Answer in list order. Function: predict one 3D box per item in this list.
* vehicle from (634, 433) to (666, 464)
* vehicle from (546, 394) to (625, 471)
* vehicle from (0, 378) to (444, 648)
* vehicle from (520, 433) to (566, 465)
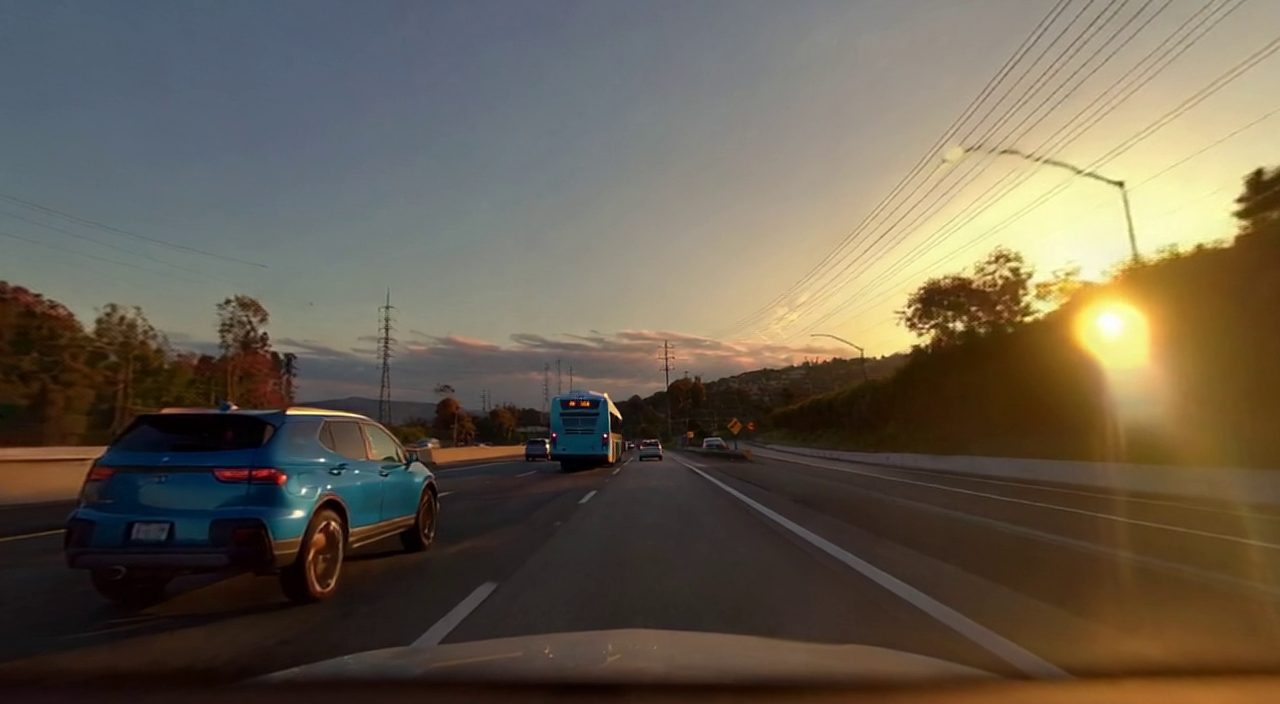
[{"bbox_3d":[0.689,6.748,44.018,2.083,2.001,4.782,0,-9,1],"label":"vehicle"},{"bbox_3d":[-2.772,4.796,36.485,3.382,3.712,11.766,1,-9,1],"label":"vehicle"},{"bbox_3d":[-3.666,1.352,6.251,2.021,1.730,4.223,0,-9,1],"label":"vehicle"},{"bbox_3d":[-6.777,6.841,44.657,2.282,2.116,6.030,0,-9,0],"label":"vehicle"}]
